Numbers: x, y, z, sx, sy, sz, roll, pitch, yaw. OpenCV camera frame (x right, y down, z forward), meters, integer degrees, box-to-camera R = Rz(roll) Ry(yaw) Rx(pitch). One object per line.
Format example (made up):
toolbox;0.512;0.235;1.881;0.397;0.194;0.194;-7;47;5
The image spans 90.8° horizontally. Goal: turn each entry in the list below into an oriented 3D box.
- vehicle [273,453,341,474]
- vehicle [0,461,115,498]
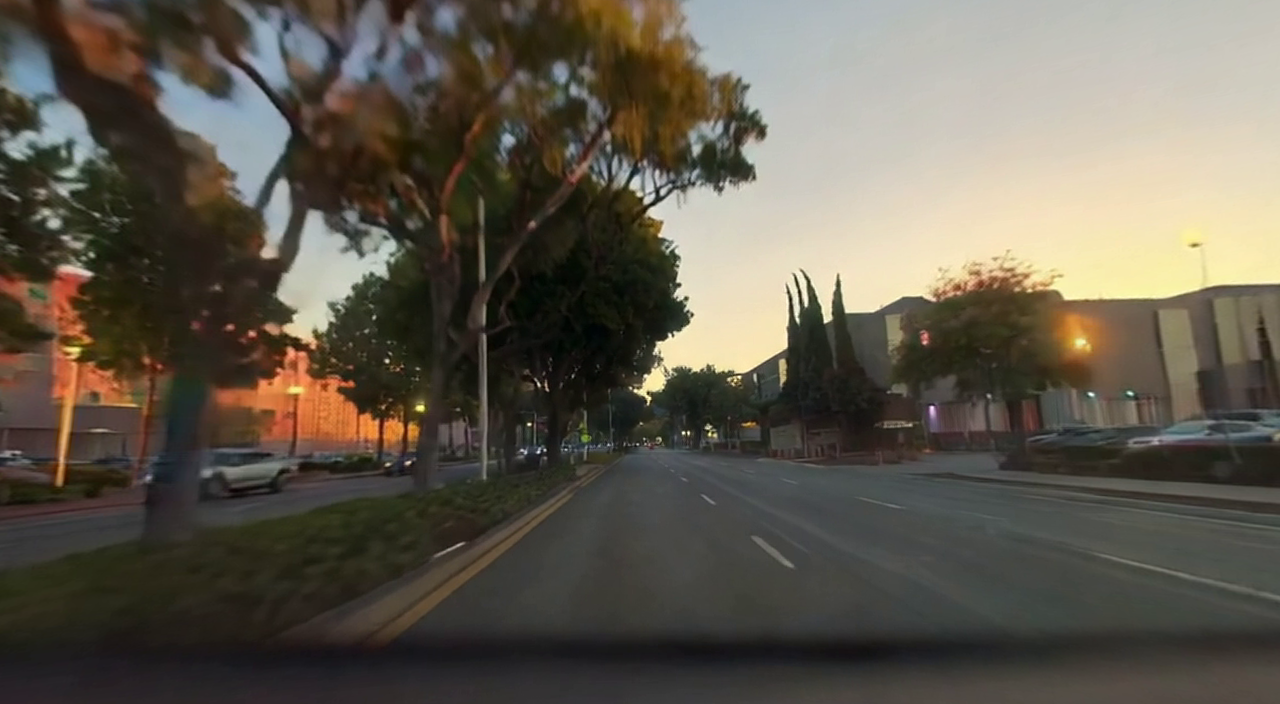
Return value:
vehicle;-25.241;8.462;48.098;4.296;1.406;1.920;3;-9;-20
vehicle;-26.394;5.563;27.707;4.680;1.443;1.960;3;-9;-22
